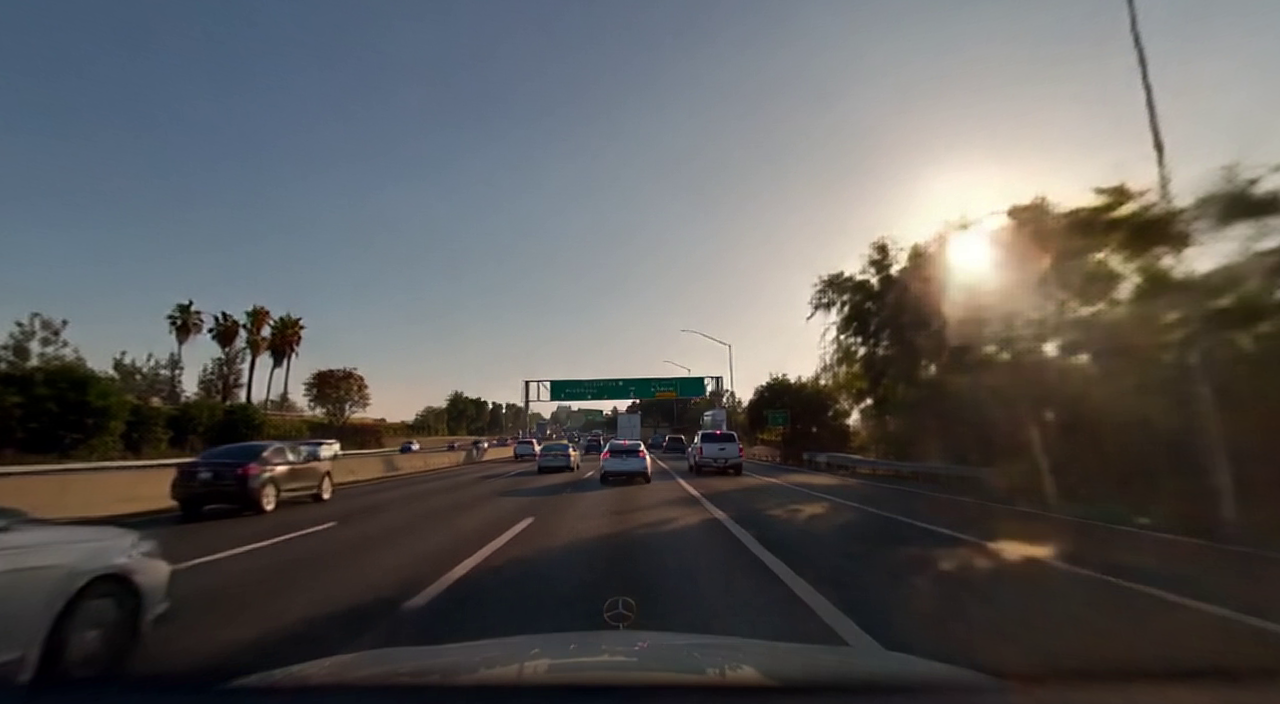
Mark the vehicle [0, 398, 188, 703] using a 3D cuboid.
[{"bbox_3d":[-3.606,0.749,1.265,2.064,1.475,4.489,0,-8,0],"label":"vehicle"}]

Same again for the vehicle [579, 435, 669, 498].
[{"bbox_3d":[-0.366,3.016,17.010,2.136,1.470,3.971,0,-8,0],"label":"vehicle"}]

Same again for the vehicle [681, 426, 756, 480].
[{"bbox_3d":[2.914,3.876,24.425,2.173,1.870,4.499,0,-8,-2],"label":"vehicle"}]

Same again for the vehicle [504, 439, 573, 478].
[{"bbox_3d":[-3.960,4.235,25.327,1.998,1.423,4.436,0,-8,1],"label":"vehicle"}]

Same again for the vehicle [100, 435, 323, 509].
[{"bbox_3d":[-9.885,2.791,15.196,2.015,1.469,4.938,0,-8,-1],"label":"vehicle"}]
